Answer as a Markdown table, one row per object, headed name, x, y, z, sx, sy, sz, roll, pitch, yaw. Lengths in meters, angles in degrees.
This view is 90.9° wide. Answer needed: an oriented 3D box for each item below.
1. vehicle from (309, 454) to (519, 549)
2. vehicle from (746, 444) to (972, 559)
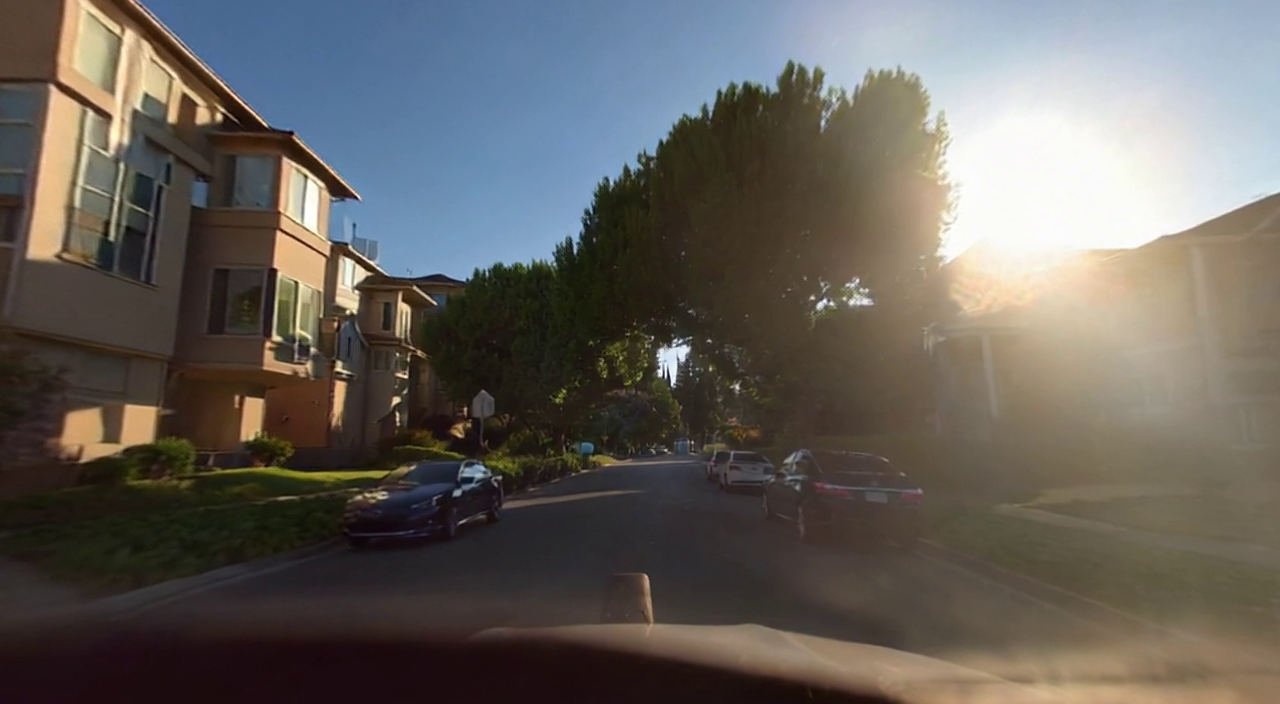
| name | x | y | z | sx | sy | sz | roll | pitch | yaw |
| --- | --- | --- | --- | --- | --- | --- | --- | --- | --- |
| vehicle | -3.681 | 2.497 | 11.211 | 1.995 | 1.330 | 4.080 | -1 | -9 | 4 |
| vehicle | 3.288 | 2.360 | 10.864 | 2.000 | 1.456 | 5.251 | 0 | -9 | 0 |
